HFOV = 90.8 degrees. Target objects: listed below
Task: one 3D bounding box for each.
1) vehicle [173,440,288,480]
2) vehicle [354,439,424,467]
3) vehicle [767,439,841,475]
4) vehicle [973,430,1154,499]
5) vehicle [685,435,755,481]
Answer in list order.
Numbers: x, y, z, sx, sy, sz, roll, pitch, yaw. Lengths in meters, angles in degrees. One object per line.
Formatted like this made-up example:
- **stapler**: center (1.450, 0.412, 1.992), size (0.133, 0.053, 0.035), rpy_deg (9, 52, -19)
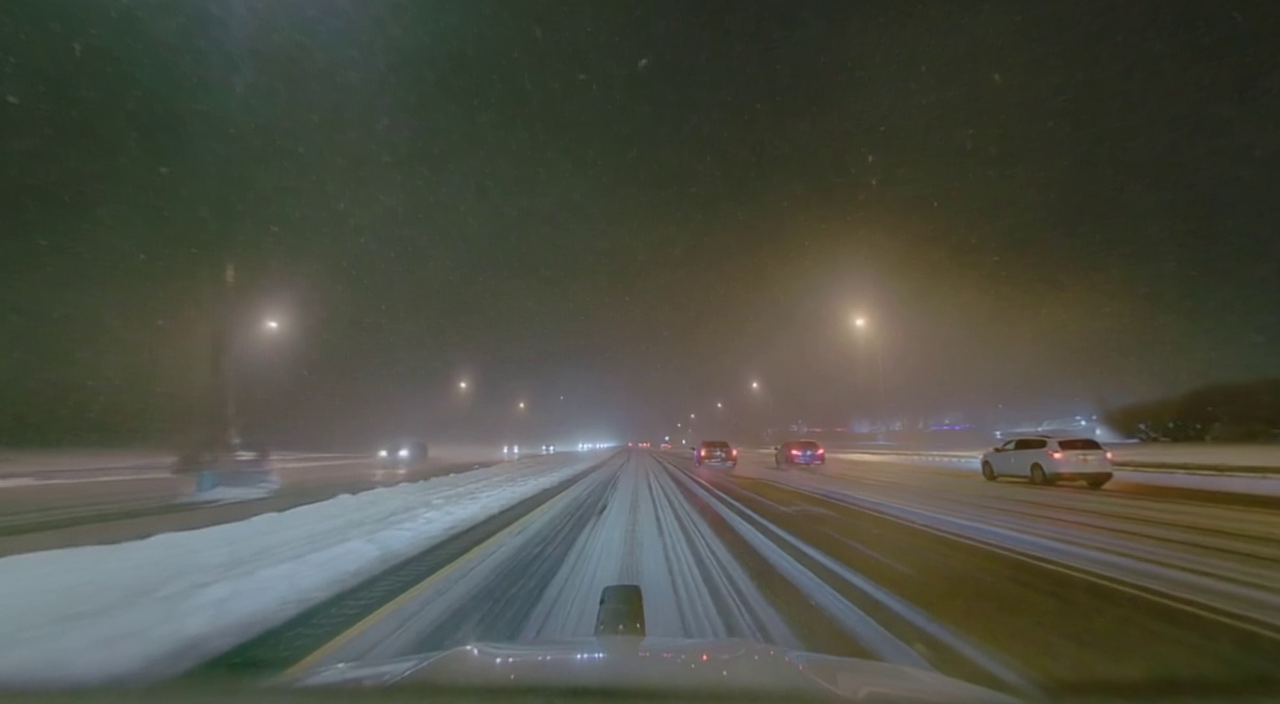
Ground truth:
- **vehicle**: center (-18.251, 4.829, 28.500), size (2.008, 1.618, 4.776), rpy_deg (0, -8, 0)
- **vehicle**: center (-13.768, 5.534, 34.978), size (1.941, 1.374, 4.467), rpy_deg (0, -8, 1)
- **vehicle**: center (6.994, 4.533, 27.457), size (1.952, 1.442, 4.259), rpy_deg (0, -8, -2)
- **vehicle**: center (10.855, 2.896, 16.628), size (1.844, 1.560, 4.085), rpy_deg (0, -8, -1)
- **vehicle**: center (3.007, 4.081, 24.673), size (1.977, 1.601, 4.598), rpy_deg (0, -8, -2)
